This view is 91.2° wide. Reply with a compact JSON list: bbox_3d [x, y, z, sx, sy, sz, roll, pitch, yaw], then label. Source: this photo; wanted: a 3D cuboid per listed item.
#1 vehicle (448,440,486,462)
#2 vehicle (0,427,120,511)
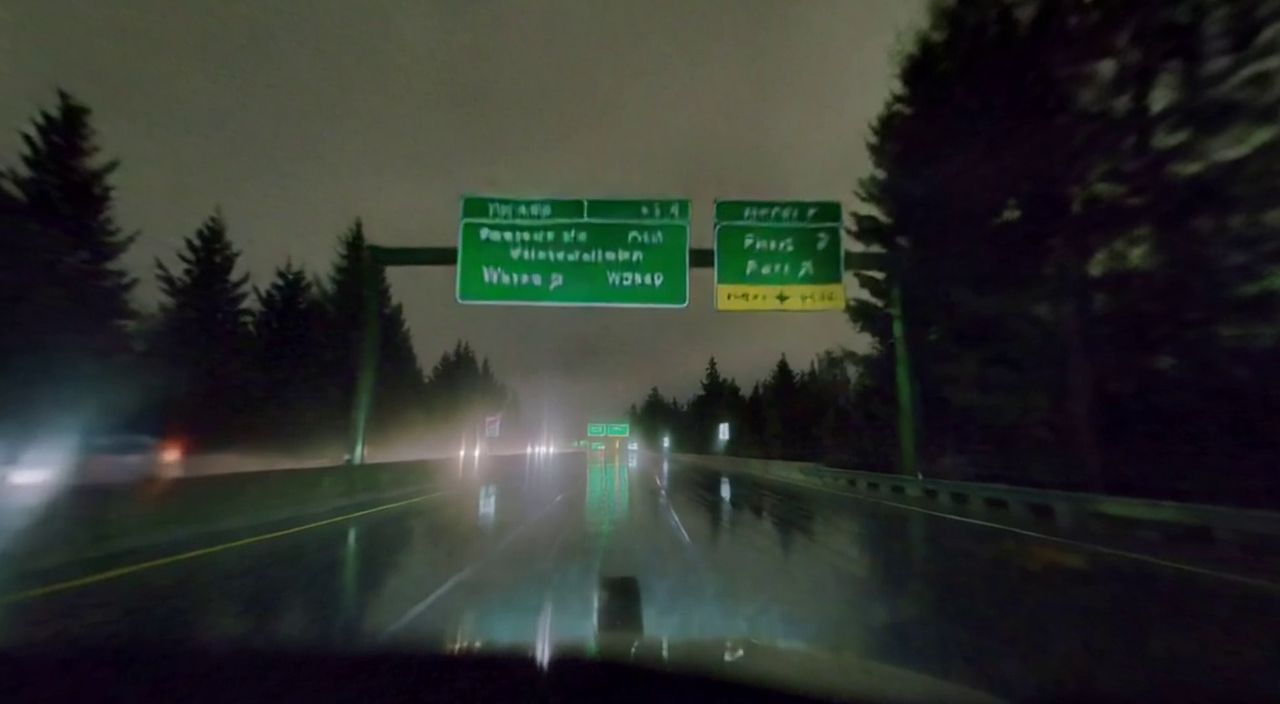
[{"bbox_3d":[-13.150,7.543,47.762,1.851,1.525,4.105,0,-9,-2],"label":"vehicle"},{"bbox_3d":[-12.244,2.148,11.570,1.788,1.478,3.988,0,-9,1],"label":"vehicle"}]
